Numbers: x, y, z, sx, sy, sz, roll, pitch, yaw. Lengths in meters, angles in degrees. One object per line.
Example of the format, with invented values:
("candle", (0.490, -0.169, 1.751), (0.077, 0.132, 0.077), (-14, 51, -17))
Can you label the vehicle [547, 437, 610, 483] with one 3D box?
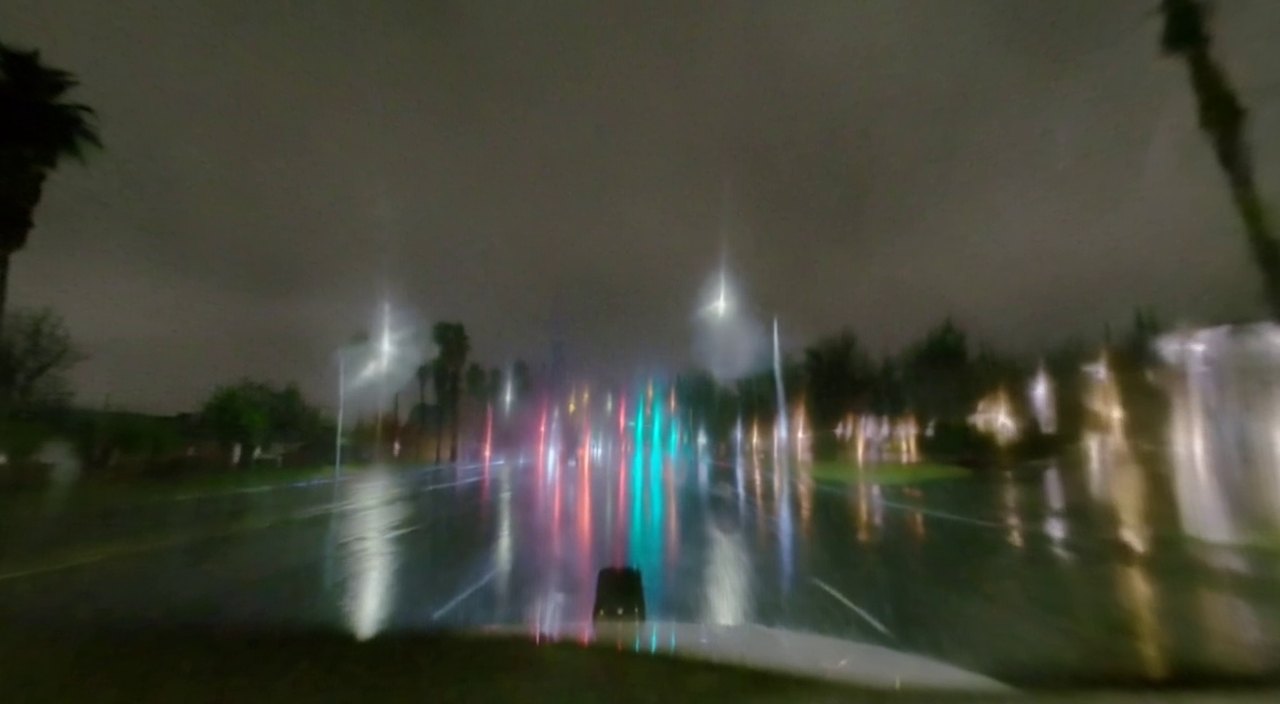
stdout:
("vehicle", (-2.773, 5.073, 29.824), (2.370, 1.968, 5.698), (0, -9, 1))
